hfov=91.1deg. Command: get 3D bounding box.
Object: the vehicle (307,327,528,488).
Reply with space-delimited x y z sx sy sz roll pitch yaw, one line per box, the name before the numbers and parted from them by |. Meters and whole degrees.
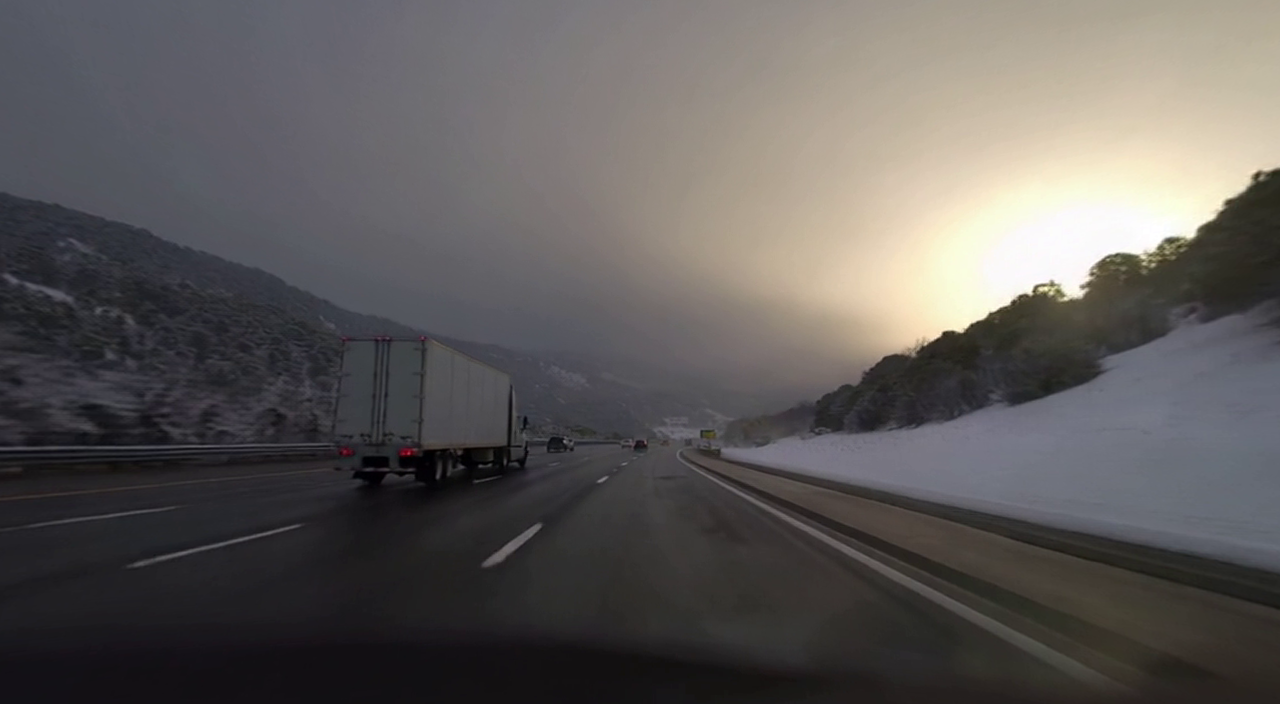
vehicle | -6.323 2.092 20.649 2.981 3.860 11.022 0 -8 1
